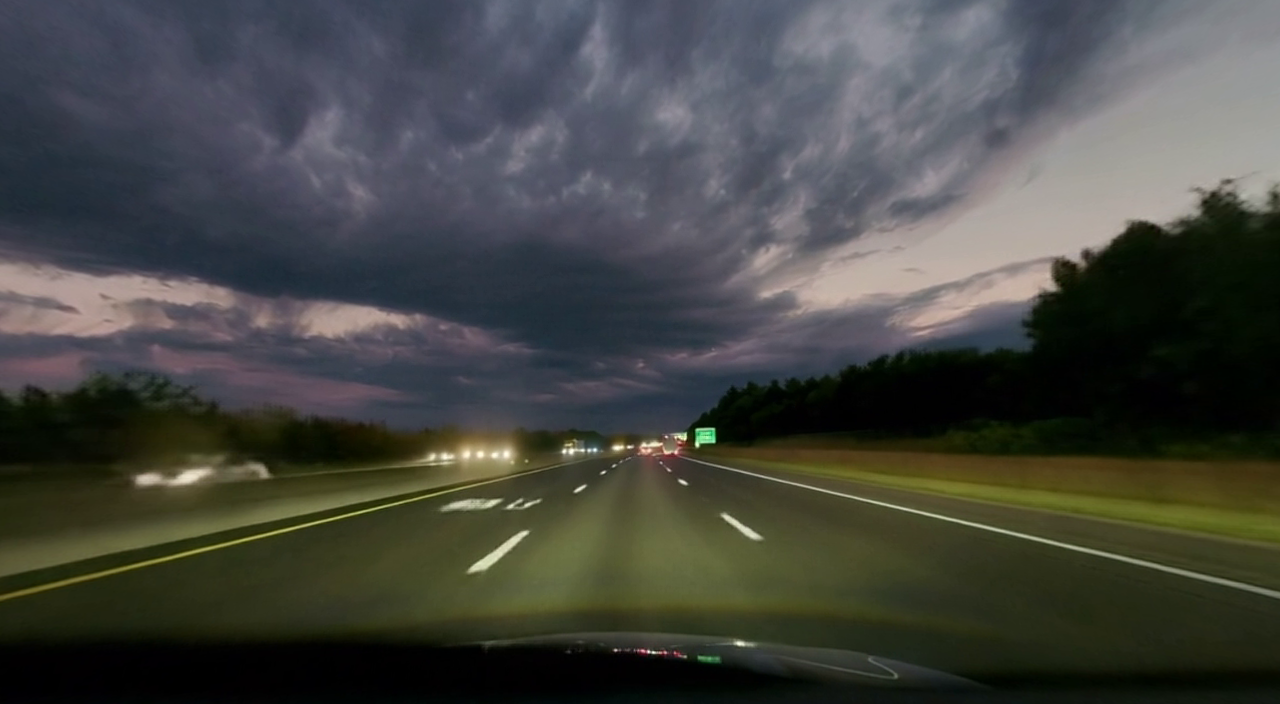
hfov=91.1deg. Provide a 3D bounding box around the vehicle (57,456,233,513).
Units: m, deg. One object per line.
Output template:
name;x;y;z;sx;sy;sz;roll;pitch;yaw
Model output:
vehicle;-15.276;4.077;19.806;1.908;1.500;4.475;-1;-9;0
